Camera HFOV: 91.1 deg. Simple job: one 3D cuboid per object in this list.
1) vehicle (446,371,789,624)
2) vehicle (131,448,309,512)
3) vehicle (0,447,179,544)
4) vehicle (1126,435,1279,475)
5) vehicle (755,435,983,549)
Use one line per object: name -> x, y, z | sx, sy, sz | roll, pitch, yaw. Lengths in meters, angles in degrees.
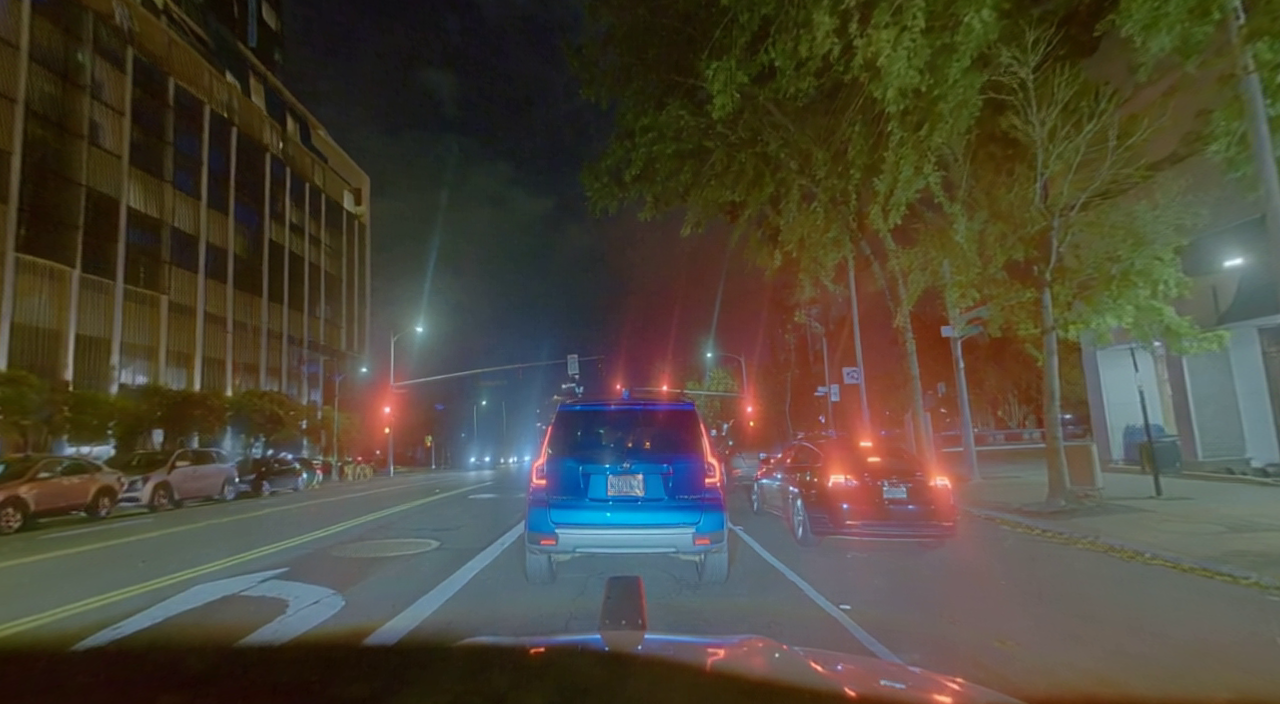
vehicle -> -0.159, 1.358, 6.748 | 2.453, 1.816, 4.300 | 0, -8, 0
vehicle -> -12.463, 3.778, 19.123 | 2.207, 1.648, 4.675 | 0, -8, -1
vehicle -> -12.541, 2.920, 13.448 | 1.891, 1.723, 4.360 | 0, -8, 1
vehicle -> 22.157, 4.049, 24.963 | 4.055, 1.469, 1.848 | -4, -9, 25
vehicle -> 3.288, 2.083, 10.072 | 2.056, 1.422, 4.130 | 0, -8, -1
